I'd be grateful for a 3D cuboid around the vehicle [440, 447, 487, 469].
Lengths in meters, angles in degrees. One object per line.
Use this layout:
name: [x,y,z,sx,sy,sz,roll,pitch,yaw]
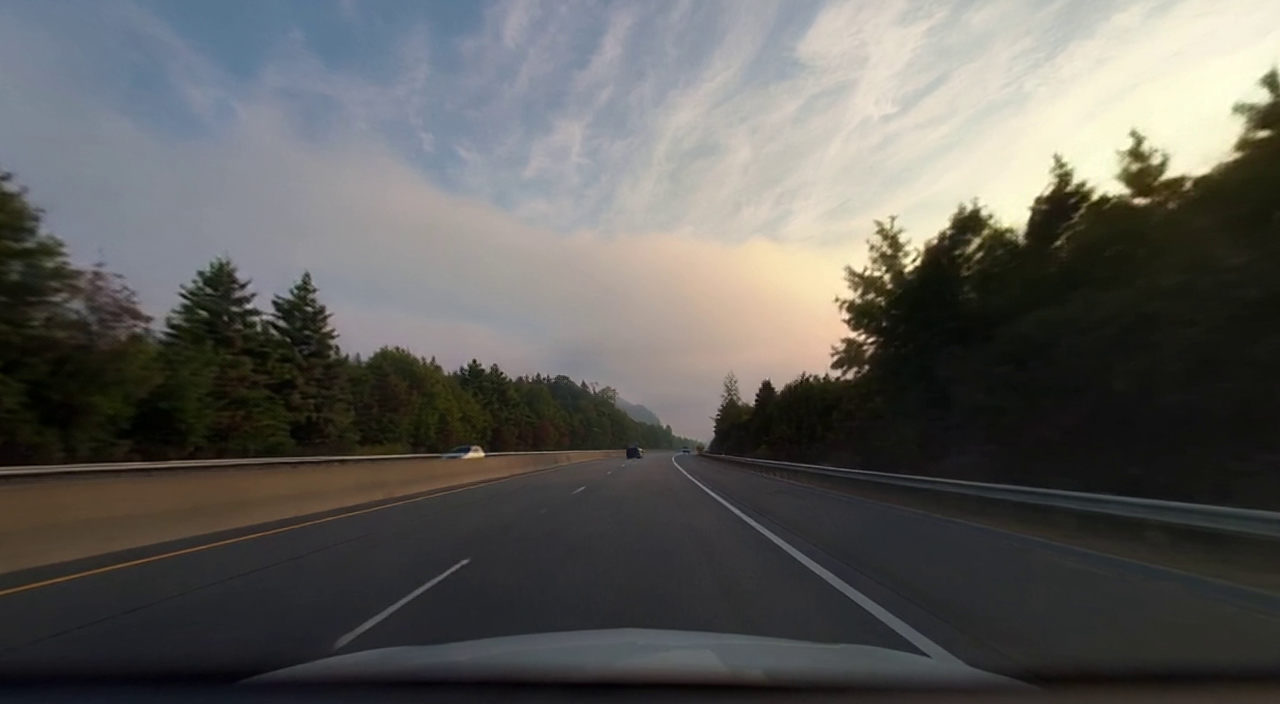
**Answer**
vehicle: [-12.752,7.660,45.797,1.928,1.475,4.571,0,-9,2]
